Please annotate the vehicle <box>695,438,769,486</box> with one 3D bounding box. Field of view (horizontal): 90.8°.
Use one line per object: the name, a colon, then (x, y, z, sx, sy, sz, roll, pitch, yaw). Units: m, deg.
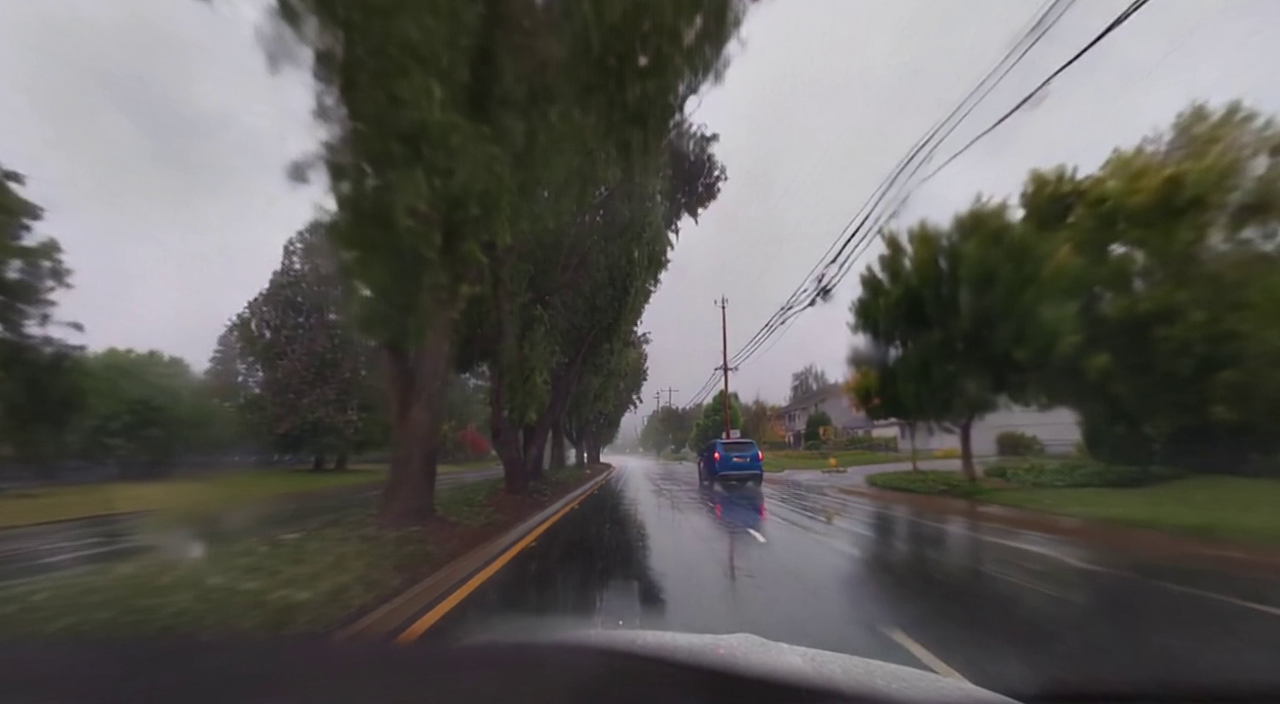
vehicle: (3.650, 4.459, 25.977, 2.193, 1.777, 4.772, 0, -9, -1)
